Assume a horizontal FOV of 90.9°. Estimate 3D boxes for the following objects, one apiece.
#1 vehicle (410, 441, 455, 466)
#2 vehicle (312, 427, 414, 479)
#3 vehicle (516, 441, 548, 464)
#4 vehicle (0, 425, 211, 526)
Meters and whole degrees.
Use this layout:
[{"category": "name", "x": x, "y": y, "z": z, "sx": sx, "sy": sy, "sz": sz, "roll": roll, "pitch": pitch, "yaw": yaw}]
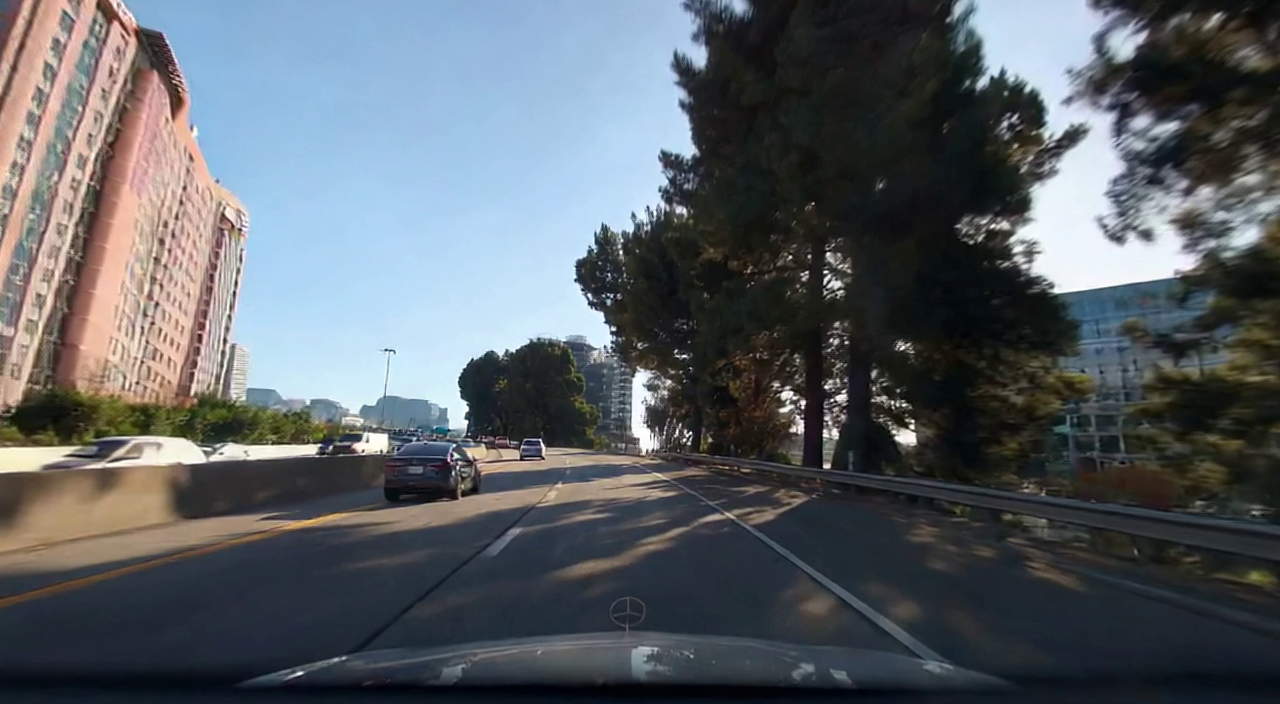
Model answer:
[{"category": "vehicle", "x": -12.938, "y": 6.349, "z": 39.560, "sx": 1.902, "sy": 1.468, "sz": 4.103, "roll": 1, "pitch": -8, "yaw": -7}, {"category": "vehicle", "x": -11.042, "y": 4.053, "z": 25.622, "sx": 2.151, "sy": 1.871, "sz": 5.177, "roll": 0, "pitch": -8, "yaw": -5}, {"category": "vehicle", "x": -7.132, "y": 6.671, "z": 41.960, "sx": 1.885, "sy": 1.469, "sz": 4.211, "roll": 1, "pitch": -8, "yaw": -7}, {"category": "vehicle", "x": -10.897, "y": 2.290, "z": 12.256, "sx": 2.048, "sy": 1.583, "sz": 4.506, "roll": 0, "pitch": -8, "yaw": -3}]
